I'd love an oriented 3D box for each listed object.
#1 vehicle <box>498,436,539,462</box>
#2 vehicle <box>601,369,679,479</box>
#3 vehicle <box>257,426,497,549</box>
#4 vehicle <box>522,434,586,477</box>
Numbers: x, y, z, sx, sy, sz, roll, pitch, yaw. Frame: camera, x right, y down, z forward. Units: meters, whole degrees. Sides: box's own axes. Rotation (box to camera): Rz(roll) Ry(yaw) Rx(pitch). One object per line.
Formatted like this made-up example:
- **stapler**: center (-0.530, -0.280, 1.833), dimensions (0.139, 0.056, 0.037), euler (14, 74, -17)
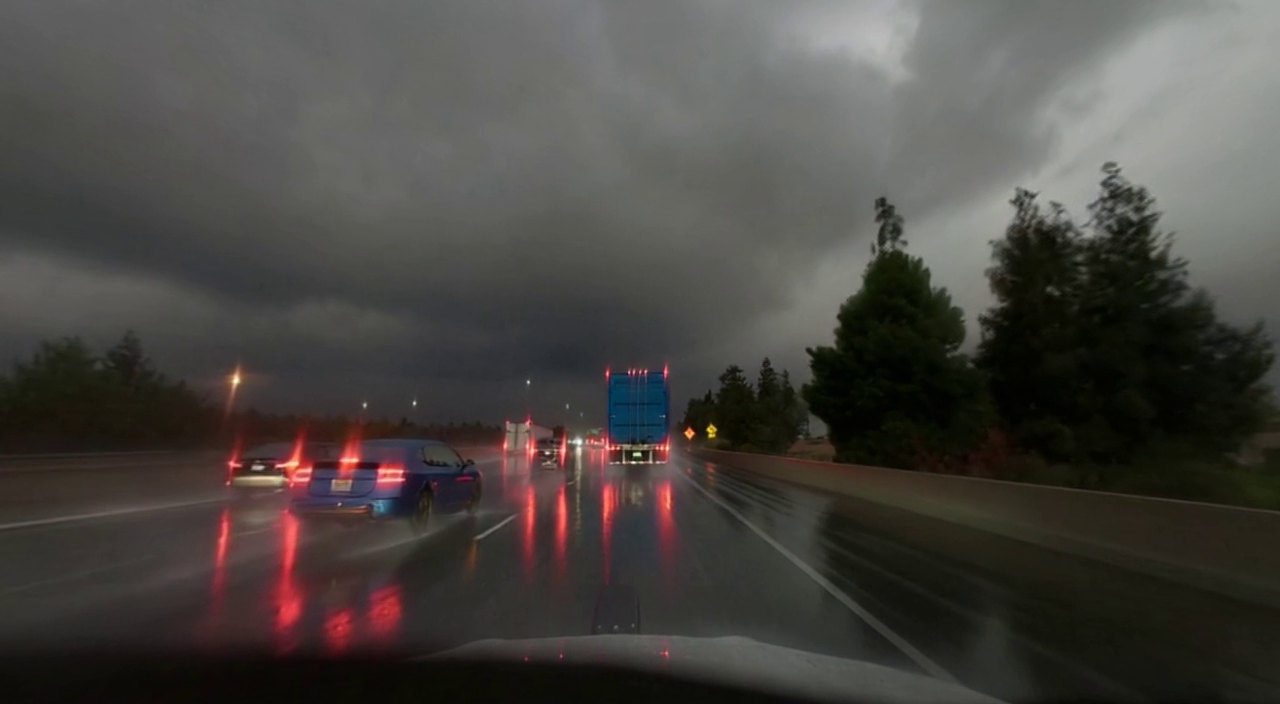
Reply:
- **vehicle**: center (-8.842, 7.141, 46.272), dimensions (2.026, 1.791, 4.599), euler (-1, -8, 1)
- **vehicle**: center (-0.177, 3.462, 29.157), dimensions (2.913, 4.113, 10.724), euler (0, -8, -2)
- **vehicle**: center (-3.900, 2.058, 10.277), dimensions (2.164, 1.582, 3.979), euler (0, -8, 1)
- **vehicle**: center (-3.613, 4.416, 27.194), dimensions (2.158, 1.680, 4.087), euler (0, -8, 0)
